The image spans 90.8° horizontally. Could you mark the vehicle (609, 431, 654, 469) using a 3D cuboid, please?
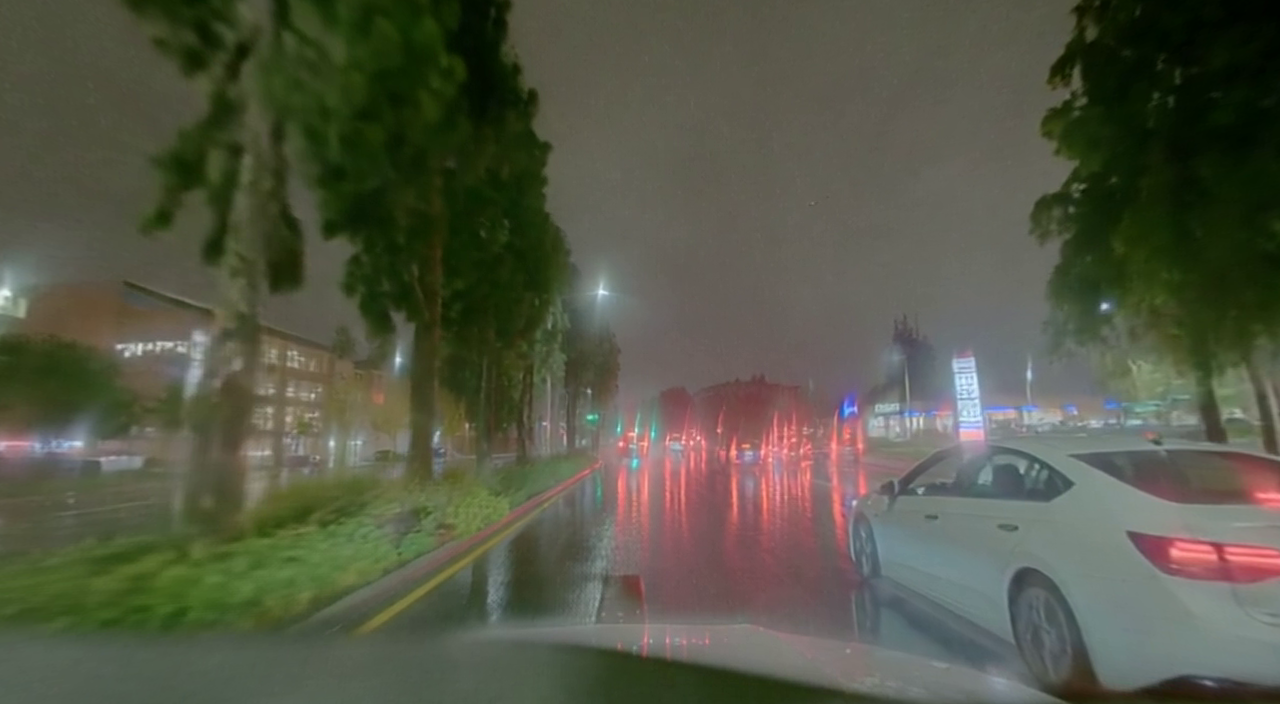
[{"bbox_3d":[-0.417,4.962,32.227,2.106,1.798,4.168,0,-8,0],"label":"vehicle"}]

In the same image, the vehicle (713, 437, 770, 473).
[{"bbox_3d":[4.425,4.566,28.138,1.883,1.452,4.258,0,-8,1],"label":"vehicle"}]

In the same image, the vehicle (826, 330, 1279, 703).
[{"bbox_3d":[3.032,1.074,4.236,2.153,1.658,4.485,0,-8,-1],"label":"vehicle"}]
